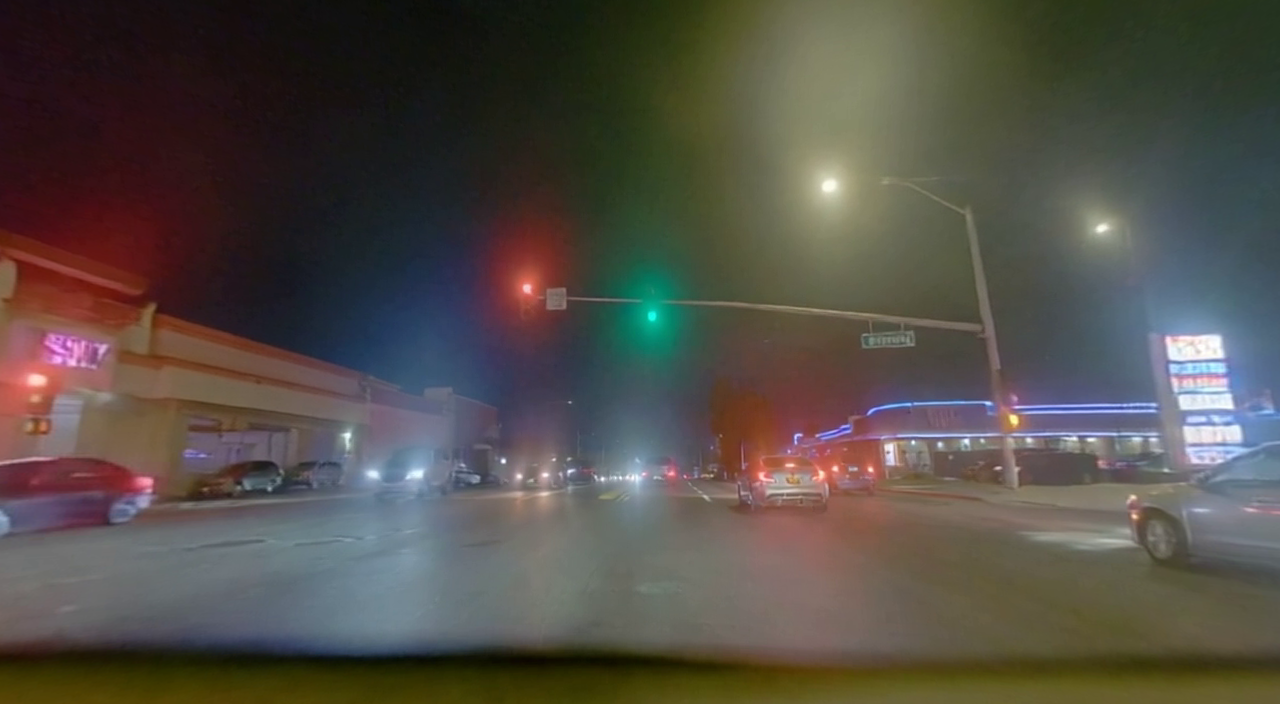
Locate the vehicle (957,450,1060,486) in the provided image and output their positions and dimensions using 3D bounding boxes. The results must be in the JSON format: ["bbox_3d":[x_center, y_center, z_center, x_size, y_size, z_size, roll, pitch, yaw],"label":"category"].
[{"bbox_3d":[16.663,5.177,28.412,4.964,1.453,2.184,7,-11,-37],"label":"vehicle"}]

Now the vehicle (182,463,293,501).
[{"bbox_3d":[-18.520,5.984,29.334,2.125,1.484,4.832,-1,-9,-3],"label":"vehicle"}]

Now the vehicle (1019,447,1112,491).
[{"bbox_3d":[16.497,4.439,24.349,4.373,1.399,2.052,7,-10,-44],"label":"vehicle"}]

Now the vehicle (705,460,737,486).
[{"bbox_3d":[5.979,8.948,46.986,2.036,1.719,4.318,0,-8,2],"label":"vehicle"}]

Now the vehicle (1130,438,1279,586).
[{"bbox_3d":[7.361,1.541,5.887,1.911,1.466,4.572,0,-8,0],"label":"vehicle"}]

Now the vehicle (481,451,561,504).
[{"bbox_3d":[-4.399,4.678,24.044,2.041,1.494,4.647,-3,-6,1],"label":"vehicle"}]

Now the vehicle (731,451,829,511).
[{"bbox_3d":[3.972,3.710,18.738,1.963,1.484,4.609,0,-8,1],"label":"vehicle"}]

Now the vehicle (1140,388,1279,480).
[{"bbox_3d":[18.113,2.629,20.141,2.521,2.491,5.455,-7,-9,32],"label":"vehicle"}]

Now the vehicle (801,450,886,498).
[{"bbox_3d":[8.175,4.887,25.768,2.040,1.738,4.414,0,-8,1],"label":"vehicle"}]

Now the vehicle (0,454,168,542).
[{"bbox_3d":[-11.938,2.753,12.289,1.871,1.453,4.575,0,-8,1],"label":"vehicle"}]

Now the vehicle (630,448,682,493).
[{"bbox_3d":[0.771,5.396,29.155,2.210,1.861,4.280,-1,-8,3],"label":"vehicle"}]

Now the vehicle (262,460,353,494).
[{"bbox_3d":[-18.142,6.825,34.738,2.173,1.695,4.938,0,-9,2],"label":"vehicle"}]

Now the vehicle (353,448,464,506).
[{"bbox_3d":[-8.083,4.355,22.572,2.065,1.805,4.668,0,-8,2],"label":"vehicle"}]
